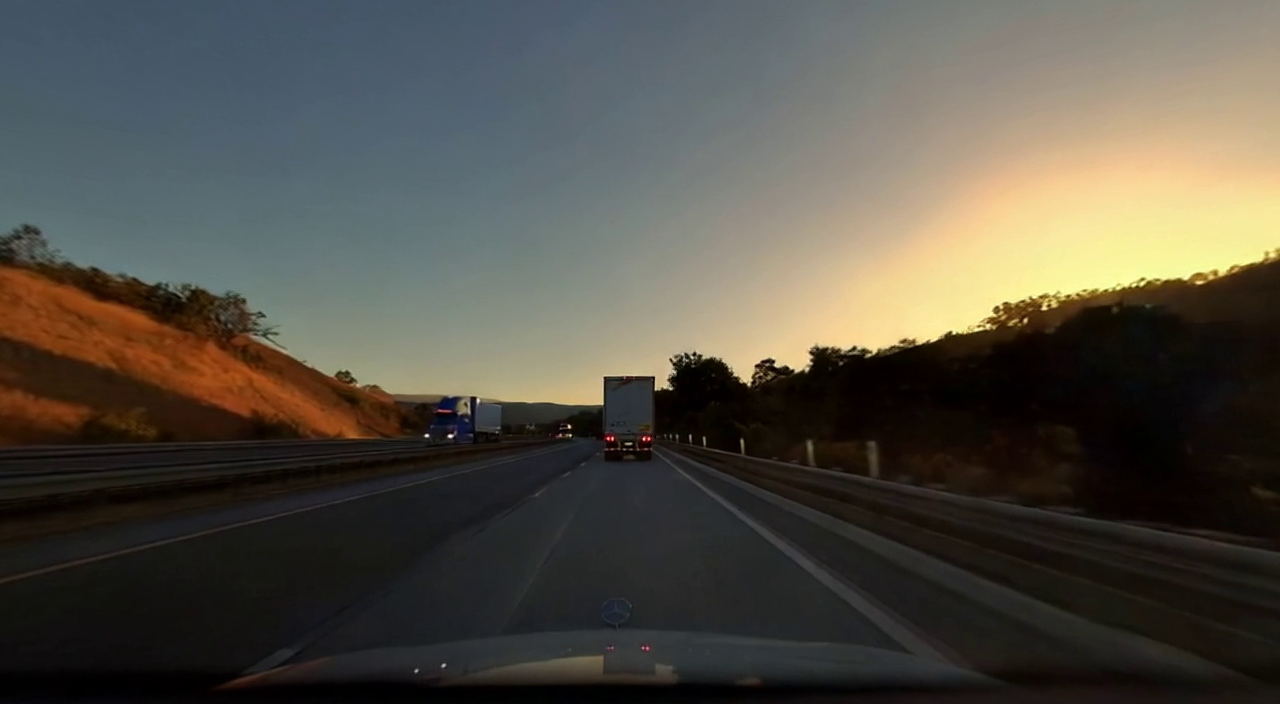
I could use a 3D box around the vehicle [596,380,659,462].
[{"bbox_3d":[-0.762,3.997,35.556,3.023,3.965,10.402,0,-8,-2],"label":"vehicle"}]
